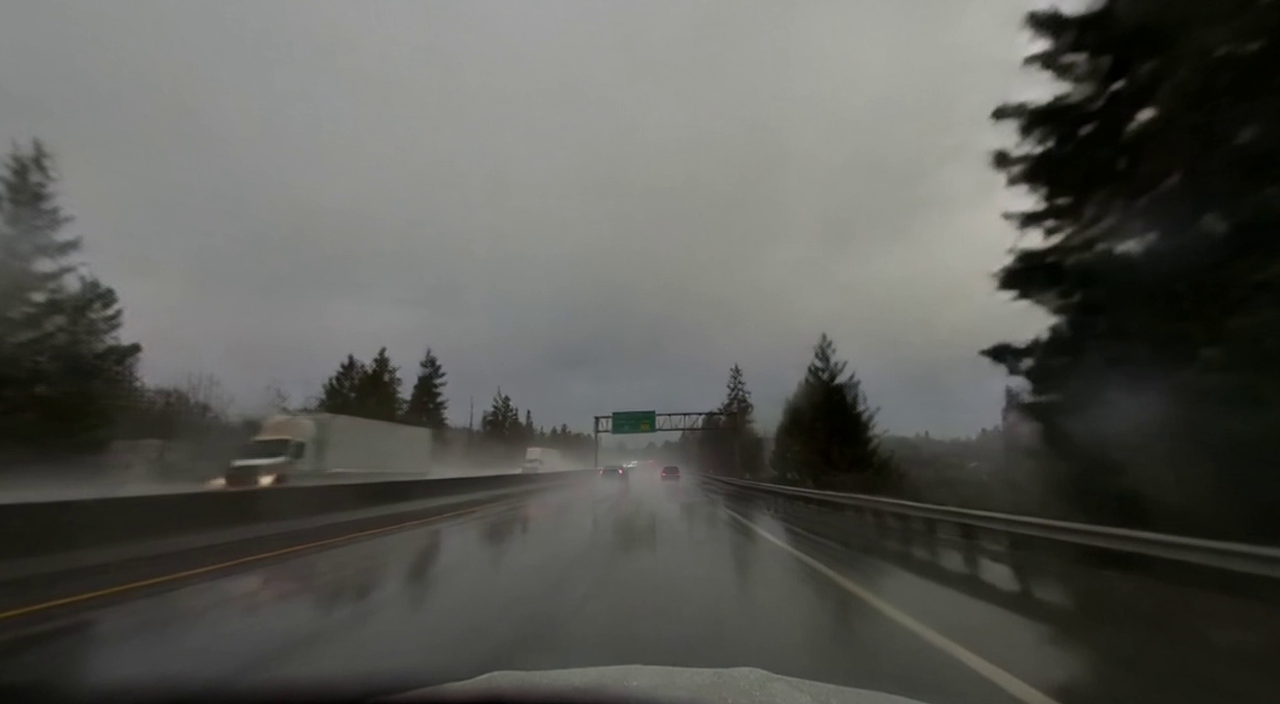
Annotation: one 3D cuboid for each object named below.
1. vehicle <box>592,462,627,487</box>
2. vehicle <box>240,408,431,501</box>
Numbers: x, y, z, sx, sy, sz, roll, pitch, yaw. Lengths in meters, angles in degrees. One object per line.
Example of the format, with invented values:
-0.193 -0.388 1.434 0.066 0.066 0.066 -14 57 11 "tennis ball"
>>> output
-2.152 8.939 46.047 2.160 1.721 4.368 0 -11 3 "vehicle"
-15.651 5.773 34.626 2.881 4.002 14.159 1 -11 2 "vehicle"
